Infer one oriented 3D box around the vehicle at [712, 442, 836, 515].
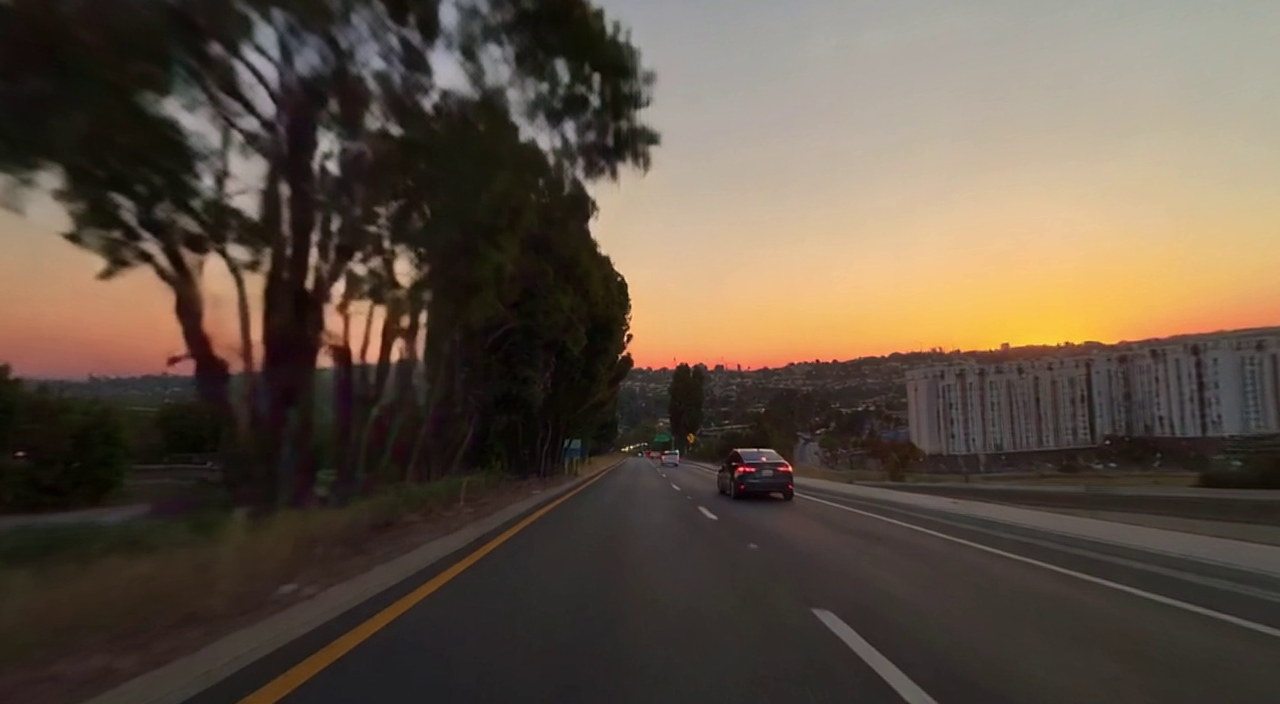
[{"bbox_3d":[3.114,3.052,15.753,2.042,1.518,4.477,1,-9,-1],"label":"vehicle"}]
